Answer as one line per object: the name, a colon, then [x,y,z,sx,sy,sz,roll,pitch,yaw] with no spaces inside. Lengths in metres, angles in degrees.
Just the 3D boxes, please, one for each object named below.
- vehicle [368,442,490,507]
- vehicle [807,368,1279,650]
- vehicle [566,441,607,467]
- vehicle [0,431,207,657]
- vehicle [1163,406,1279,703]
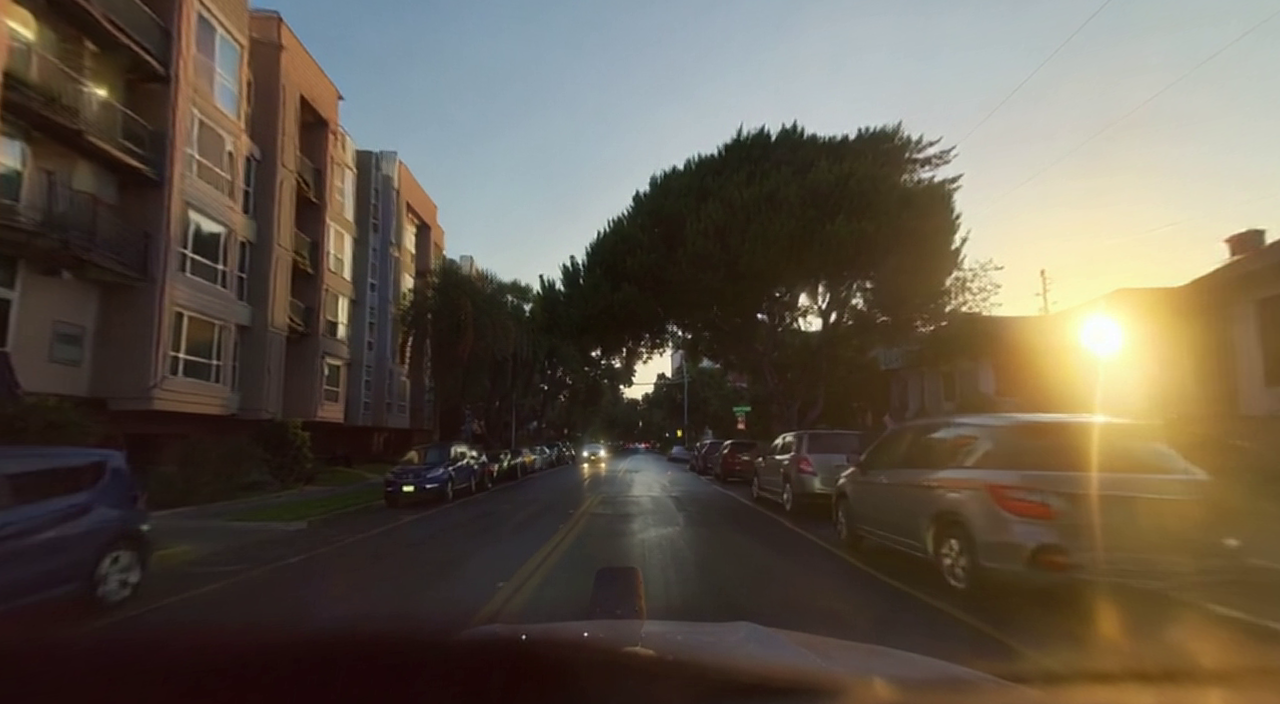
vehicle: [-5.450,3.178,16.951,1.647,1.481,4.433,0,-8,1]
vehicle: [3.391,1.367,6.630,1.835,1.809,4.997,0,-8,-1]
vehicle: [-3.191,6.210,38.573,1.939,1.504,4.121,-1,-8,3]
vehicle: [-5.117,1.323,4.458,1.628,1.504,3.500,0,-8,0]
vehicle: [3.707,0.748,1.018,1.740,1.527,4.602,0,-8,-1]
